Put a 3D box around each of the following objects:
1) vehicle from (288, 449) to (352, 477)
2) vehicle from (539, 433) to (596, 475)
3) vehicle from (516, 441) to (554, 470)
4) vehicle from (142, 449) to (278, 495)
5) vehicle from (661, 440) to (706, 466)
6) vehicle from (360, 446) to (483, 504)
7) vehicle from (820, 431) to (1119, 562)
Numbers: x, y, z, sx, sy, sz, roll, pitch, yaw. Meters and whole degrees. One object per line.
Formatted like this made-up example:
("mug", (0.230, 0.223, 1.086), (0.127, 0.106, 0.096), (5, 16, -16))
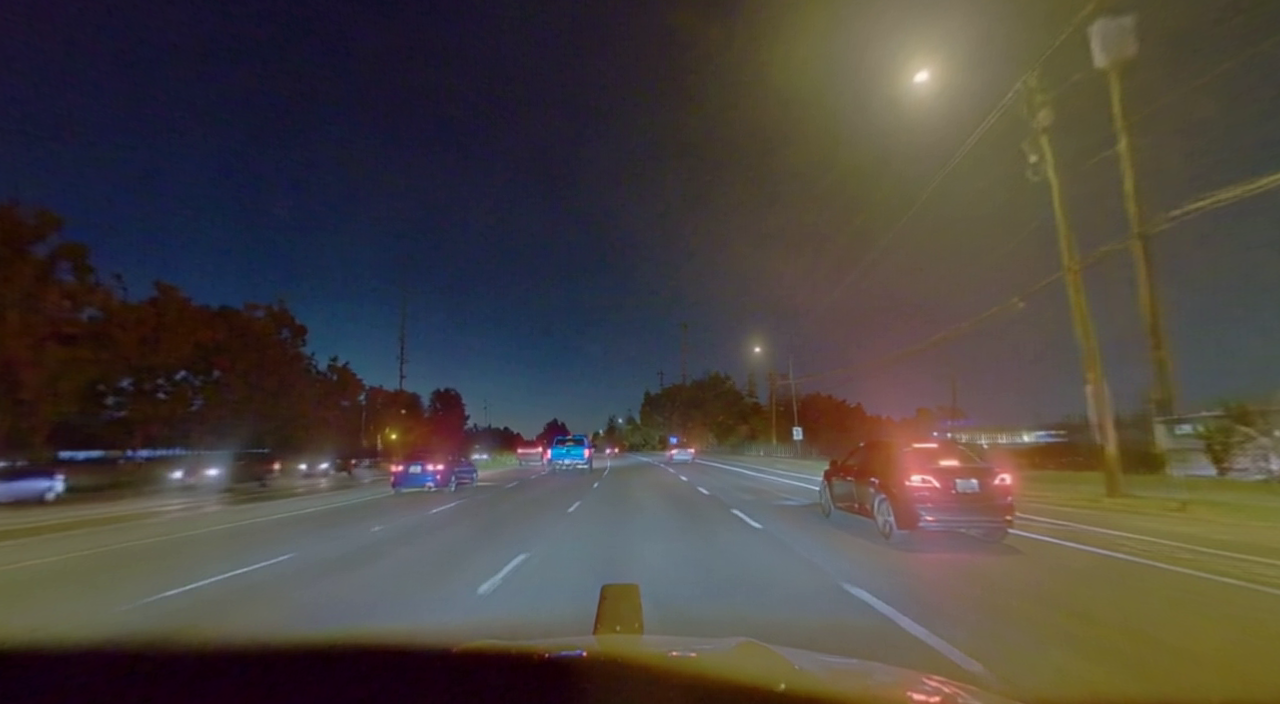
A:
("vehicle", (-21.163, 7.344, 42.035), (2.035, 1.706, 4.197), (0, -8, 0))
("vehicle", (-3.640, 5.271, 32.928), (2.467, 1.991, 6.089), (0, -8, -2))
("vehicle", (-7.606, 7.579, 46.052), (2.169, 1.865, 4.739), (4, -11, -4))
("vehicle", (-17.714, 4.932, 26.430), (2.108, 1.709, 5.041), (0, -9, 0))
("vehicle", (2.515, 6.025, 37.802), (2.071, 1.435, 4.226), (1, -9, -5))
("vehicle", (-6.353, 3.590, 19.051), (2.035, 1.497, 4.723), (0, -8, 0))
("vehicle", (4.307, 1.937, 9.317), (1.840, 1.428, 4.602), (0, -8, -1))
